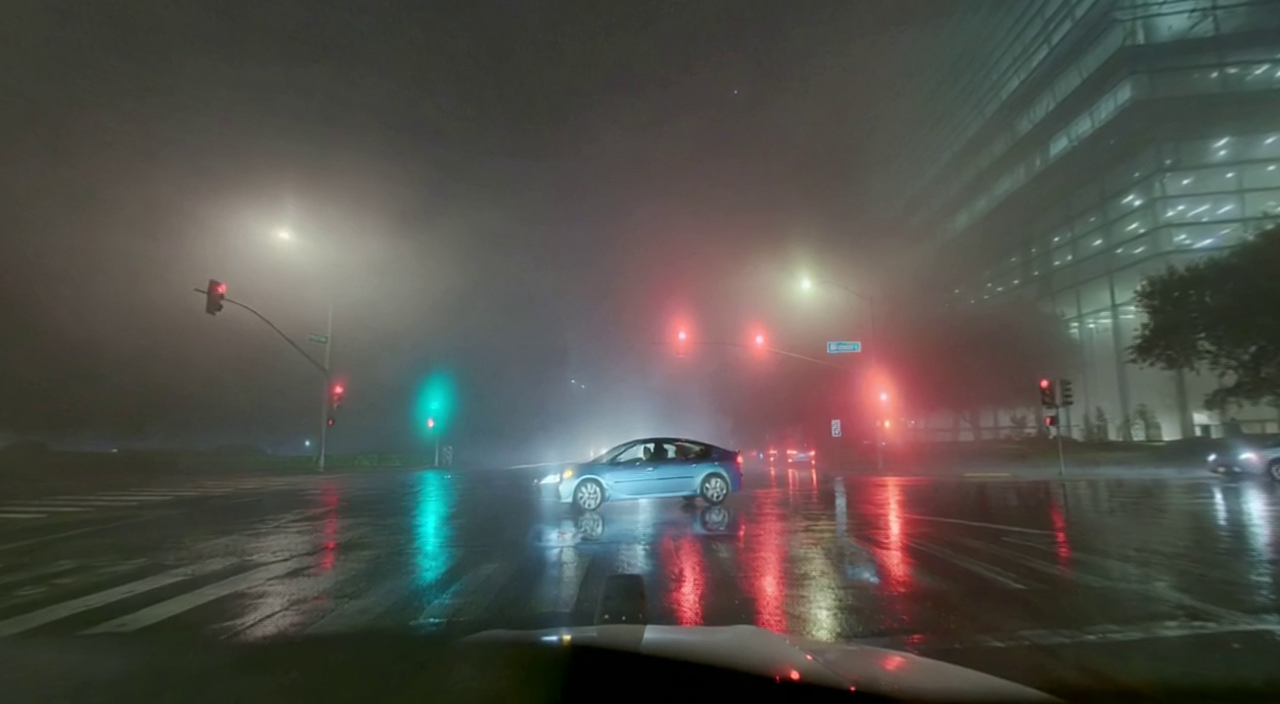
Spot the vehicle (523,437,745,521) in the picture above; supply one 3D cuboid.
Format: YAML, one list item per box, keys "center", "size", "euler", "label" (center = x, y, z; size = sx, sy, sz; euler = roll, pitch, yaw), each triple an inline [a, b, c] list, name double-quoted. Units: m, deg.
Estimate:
- center: [0.039, 2.656, 13.727]
  size: [4.802, 1.491, 1.924]
  euler: [8, -12, -43]
  label: "vehicle"
